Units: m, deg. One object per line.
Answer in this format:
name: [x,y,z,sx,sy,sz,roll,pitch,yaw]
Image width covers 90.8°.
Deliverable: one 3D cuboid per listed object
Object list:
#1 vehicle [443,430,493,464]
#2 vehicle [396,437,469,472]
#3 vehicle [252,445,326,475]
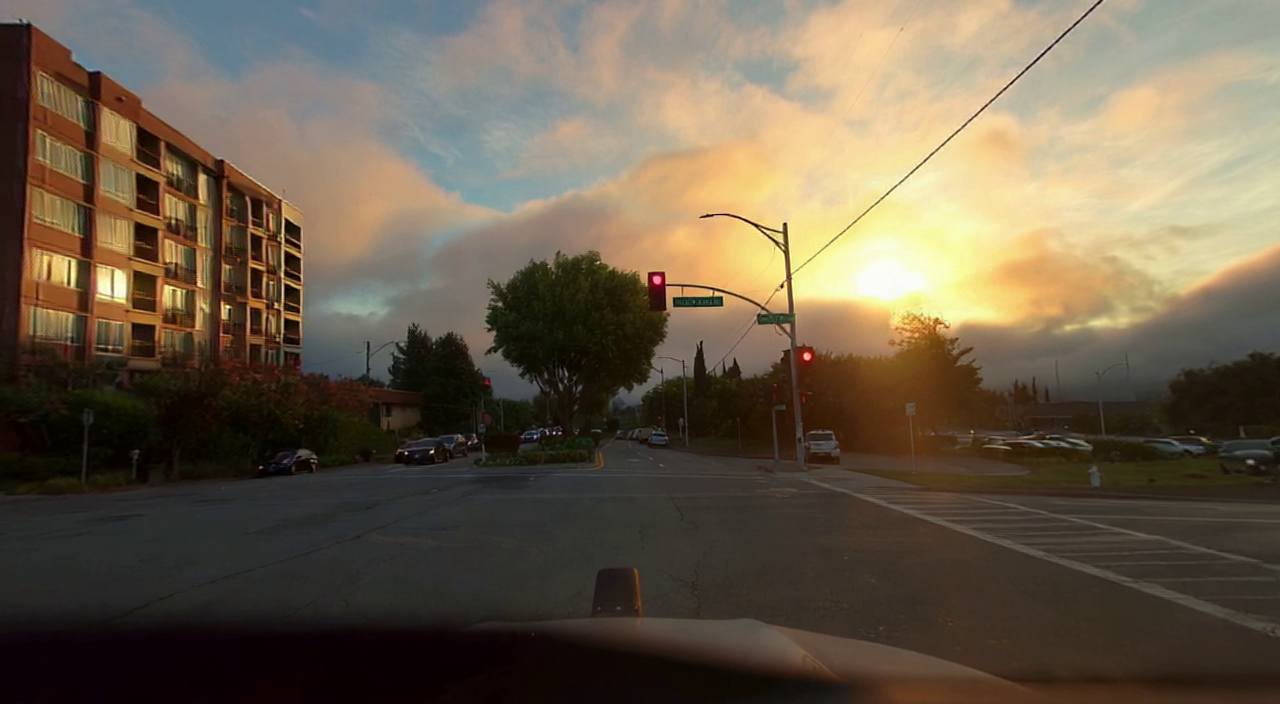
vehicle: [-9.768,5.456,36.188,1.910,1.818,4.057,0,-9,-3]
vehicle: [-9.660,4.802,29.799,2.116,1.521,4.294,0,-9,-2]
vehicle: [-21.049,6.471,38.107,1.981,1.628,4.336,0,-9,-1]
